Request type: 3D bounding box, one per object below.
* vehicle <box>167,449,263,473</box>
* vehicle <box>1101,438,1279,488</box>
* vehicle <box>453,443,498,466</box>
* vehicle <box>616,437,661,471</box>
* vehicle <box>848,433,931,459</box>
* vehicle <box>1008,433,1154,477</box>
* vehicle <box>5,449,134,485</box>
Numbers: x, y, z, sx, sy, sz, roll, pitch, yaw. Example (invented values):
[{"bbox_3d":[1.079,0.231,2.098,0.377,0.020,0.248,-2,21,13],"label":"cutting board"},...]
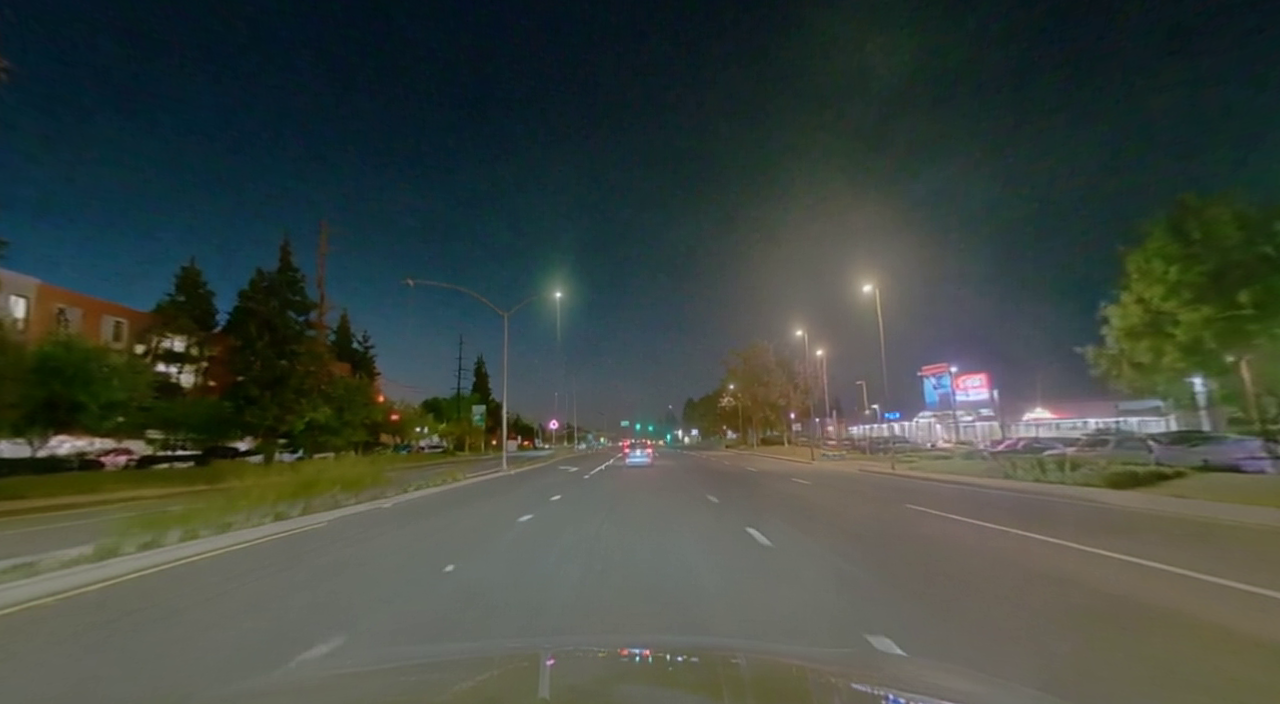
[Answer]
[{"bbox_3d":[-26.863,6.874,39.922,4.660,1.446,1.870,0,-8,-3],"label":"vehicle"},{"bbox_3d":[16.525,3.247,18.744,1.860,1.276,4.671,0,-8,-4],"label":"vehicle"},{"bbox_3d":[-11.916,7.433,45.952,2.041,1.553,4.433,0,-8,0],"label":"vehicle"},{"bbox_3d":[-0.097,4.806,29.795,1.998,1.452,3.773,0,-8,-1],"label":"vehicle"},{"bbox_3d":[17.883,6.742,45.249,5.083,1.778,2.063,0,-9,0],"label":"vehicle"},{"bbox_3d":[16.286,3.843,23.623,1.949,1.458,4.865,0,-8,0],"label":"vehicle"},{"bbox_3d":[-27.114,5.447,30.014,4.355,1.504,1.874,-2,-9,1],"label":"vehicle"}]
